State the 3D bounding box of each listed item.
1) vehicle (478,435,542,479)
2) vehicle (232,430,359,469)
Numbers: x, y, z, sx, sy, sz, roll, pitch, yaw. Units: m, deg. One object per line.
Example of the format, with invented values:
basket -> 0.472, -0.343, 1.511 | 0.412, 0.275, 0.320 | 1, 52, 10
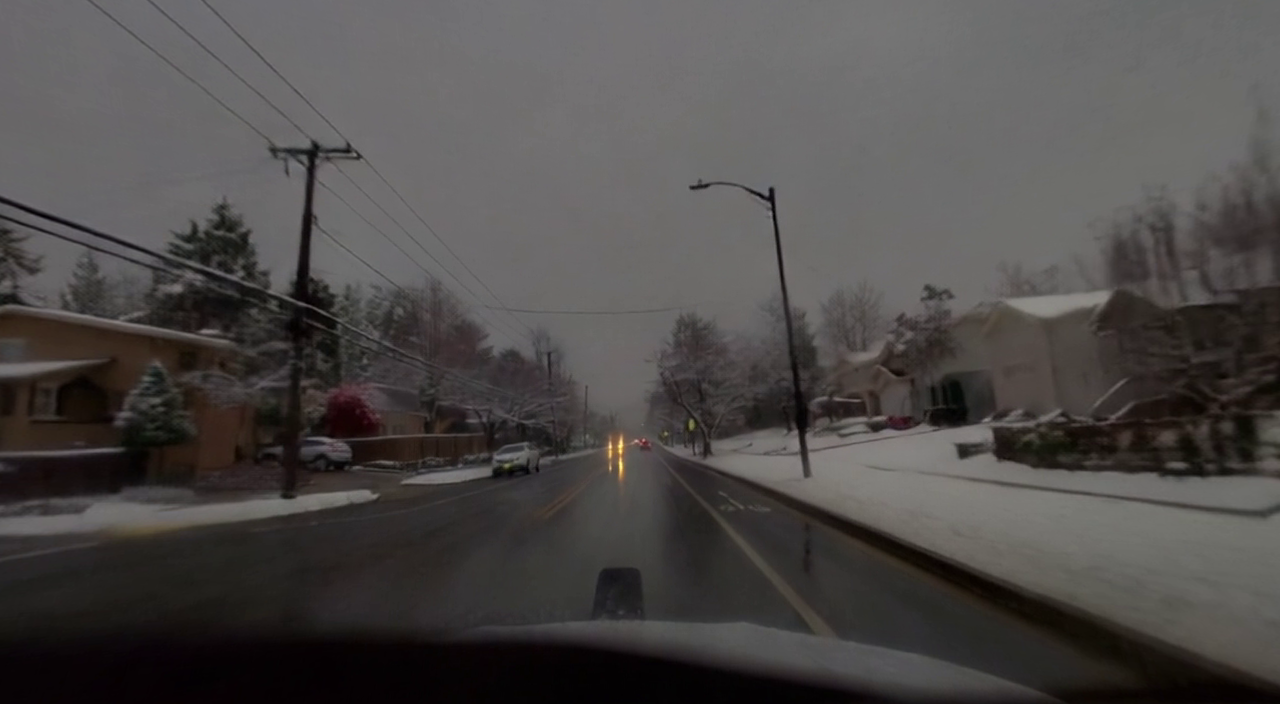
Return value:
vehicle -> -6.572, 5.381, 32.521 | 2.176, 1.885, 5.174 | -4, -9, -1
vehicle -> -15.633, 4.441, 28.804 | 4.735, 1.712, 1.992 | -2, -9, 9
